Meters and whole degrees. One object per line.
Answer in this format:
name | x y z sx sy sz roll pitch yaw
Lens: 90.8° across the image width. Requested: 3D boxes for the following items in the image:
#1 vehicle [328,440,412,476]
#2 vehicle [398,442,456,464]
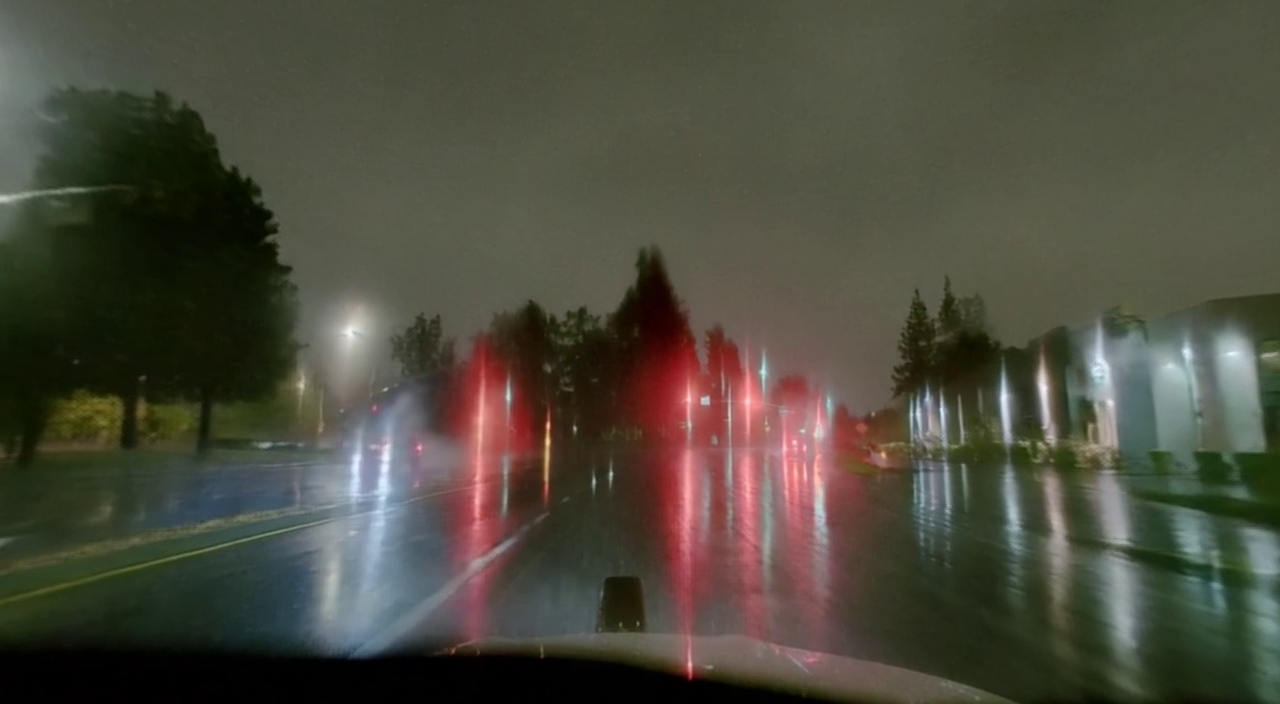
vehicle | -13.756 5.400 32.532 2.080 1.695 4.454 -1 -8 5
vehicle | -15.231 7.264 45.490 1.975 1.500 4.814 -1 -8 7
